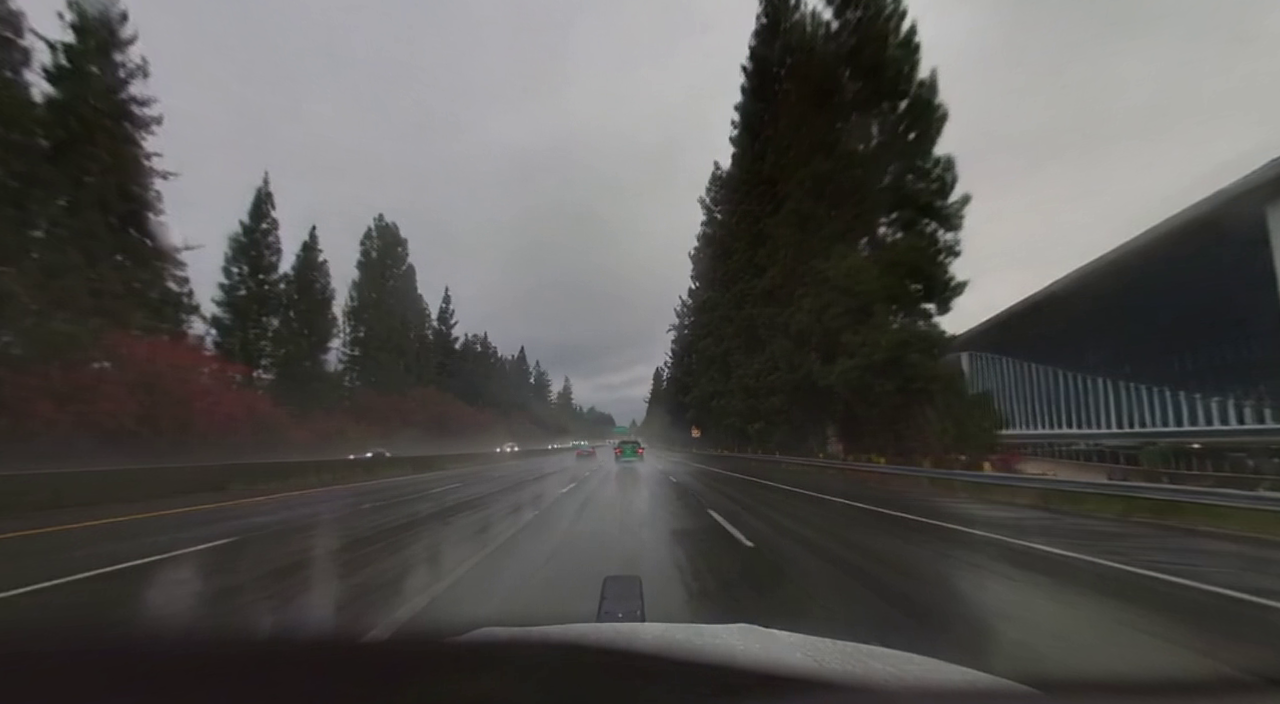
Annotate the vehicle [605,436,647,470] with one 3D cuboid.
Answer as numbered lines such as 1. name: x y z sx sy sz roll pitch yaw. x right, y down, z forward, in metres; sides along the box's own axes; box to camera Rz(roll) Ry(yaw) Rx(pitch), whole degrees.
1. vehicle: -0.821 5.882 36.712 2.302 1.810 4.707 0 -8 -1
